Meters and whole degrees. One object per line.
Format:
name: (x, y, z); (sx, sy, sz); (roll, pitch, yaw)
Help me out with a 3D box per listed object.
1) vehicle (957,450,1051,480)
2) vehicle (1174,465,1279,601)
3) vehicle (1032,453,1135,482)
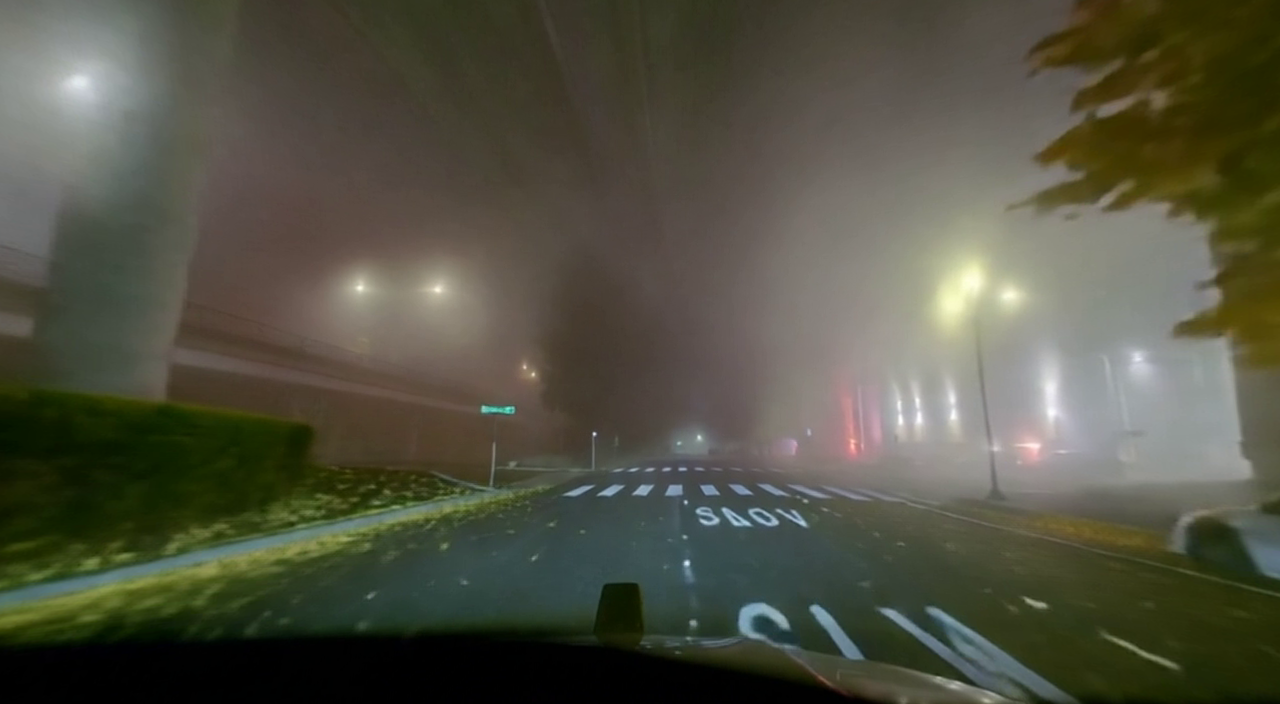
vehicle: (21.608, 6.690, 37.522); (2.066, 1.654, 4.269); (7, -11, -35)
vehicle: (8.286, 1.932, 6.178); (2.067, 1.498, 4.771); (0, -9, 3)
vehicle: (25.542, 6.605, 36.399); (1.842, 1.508, 4.412); (7, -11, -35)
